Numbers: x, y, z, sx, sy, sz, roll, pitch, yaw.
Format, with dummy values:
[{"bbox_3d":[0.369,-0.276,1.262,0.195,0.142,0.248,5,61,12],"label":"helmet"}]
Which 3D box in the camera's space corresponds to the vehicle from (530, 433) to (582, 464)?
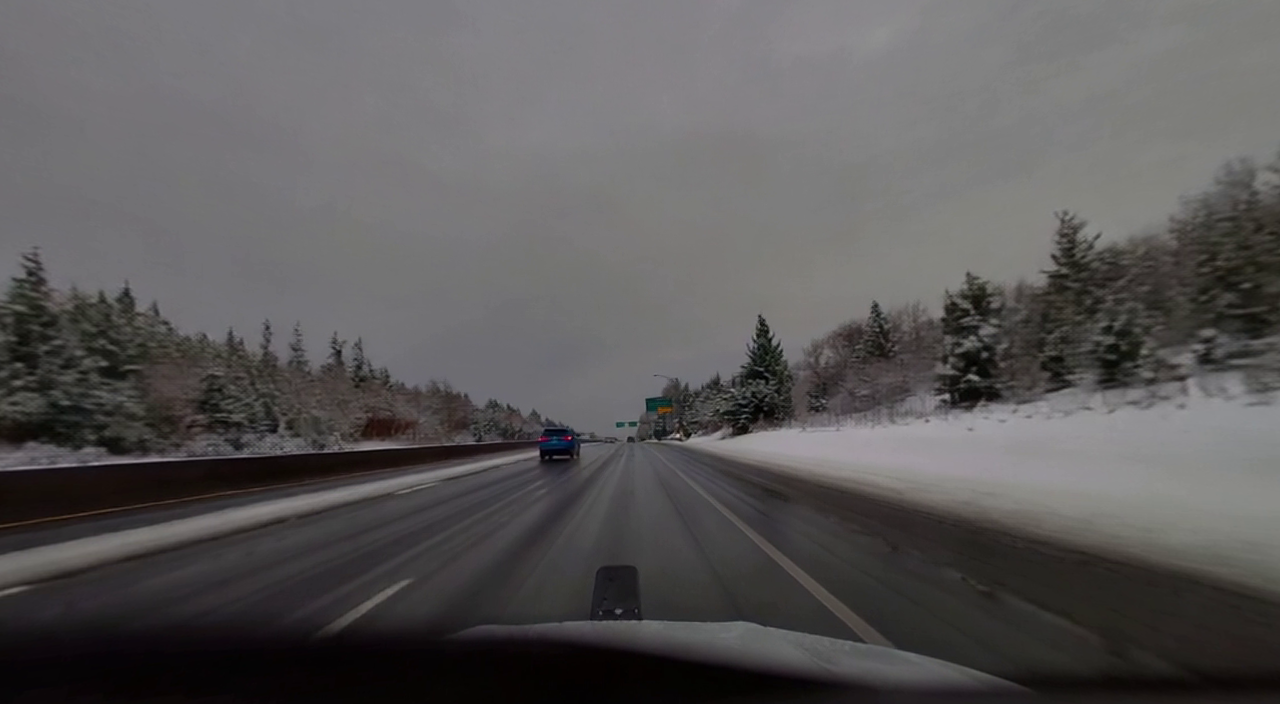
[{"bbox_3d":[-4.237,4.927,32.333,2.063,1.496,4.225,0,-7,0],"label":"vehicle"}]
